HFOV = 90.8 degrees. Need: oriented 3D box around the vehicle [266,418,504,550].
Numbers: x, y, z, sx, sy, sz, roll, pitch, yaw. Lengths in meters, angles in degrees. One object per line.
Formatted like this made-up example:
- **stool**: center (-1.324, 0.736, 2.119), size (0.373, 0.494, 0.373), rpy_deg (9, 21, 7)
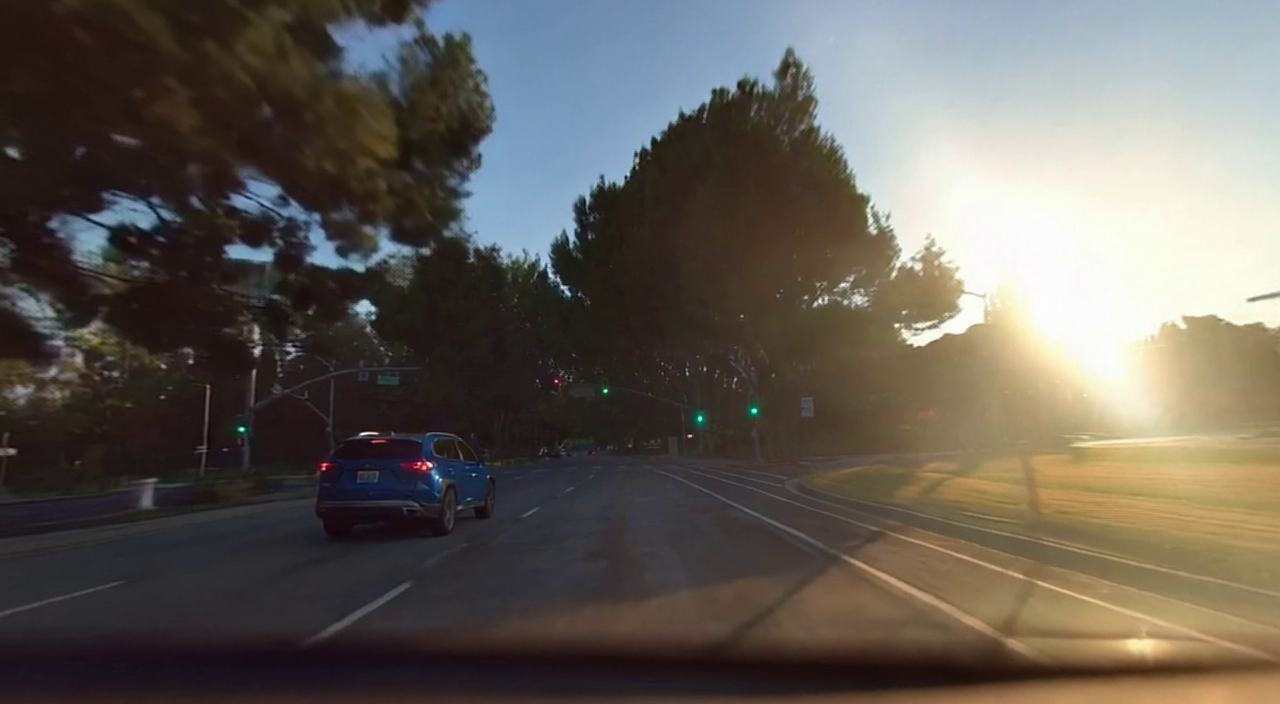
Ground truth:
- **vehicle**: center (-3.844, 2.081, 10.595), size (2.121, 1.724, 4.392), rpy_deg (0, -9, 0)
